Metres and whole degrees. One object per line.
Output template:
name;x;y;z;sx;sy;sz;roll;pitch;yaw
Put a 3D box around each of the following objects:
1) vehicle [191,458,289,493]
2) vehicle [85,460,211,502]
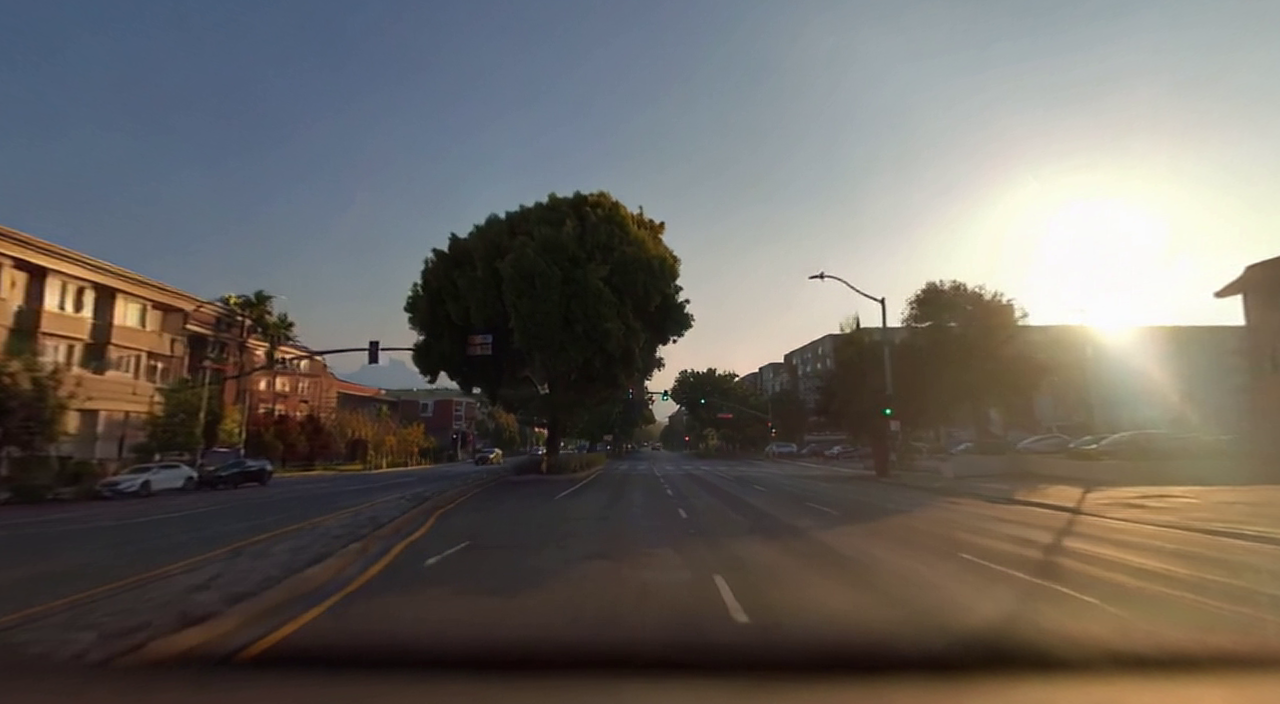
vehicle;-19.750;6.082;31.469;1.911;1.458;4.547;-1;-8;0
vehicle;-19.926;5.201;25.822;1.713;1.499;4.040;-1;-9;3
